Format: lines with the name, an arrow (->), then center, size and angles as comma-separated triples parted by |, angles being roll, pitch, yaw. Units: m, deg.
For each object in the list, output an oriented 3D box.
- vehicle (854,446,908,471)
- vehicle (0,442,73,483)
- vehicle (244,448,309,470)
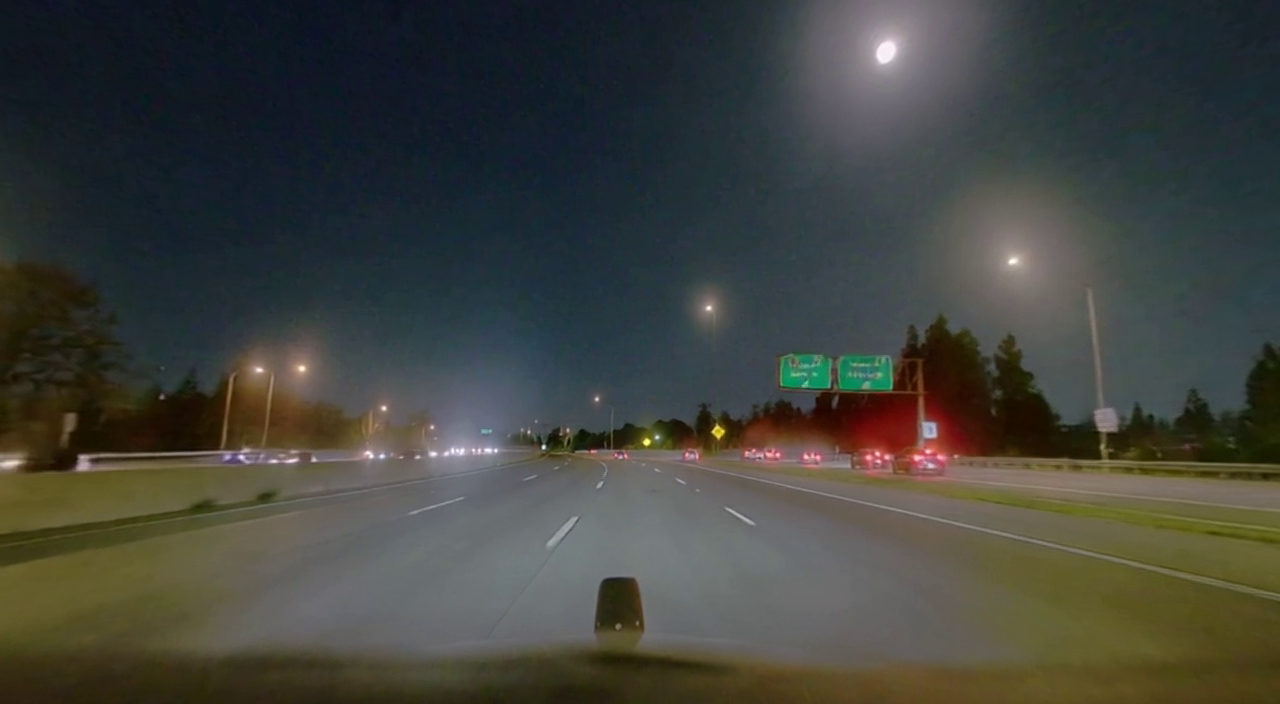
vehicle -> 16.273, 7.217, 42.699 | 1.955, 1.607, 4.232 | 0, -9, 0
vehicle -> -27.603, 4.760, 27.271 | 1.937, 1.701, 4.515 | 0, -9, -2
vehicle -> -26.577, 7.827, 46.249 | 1.922, 1.519, 4.830 | 0, -9, -1
